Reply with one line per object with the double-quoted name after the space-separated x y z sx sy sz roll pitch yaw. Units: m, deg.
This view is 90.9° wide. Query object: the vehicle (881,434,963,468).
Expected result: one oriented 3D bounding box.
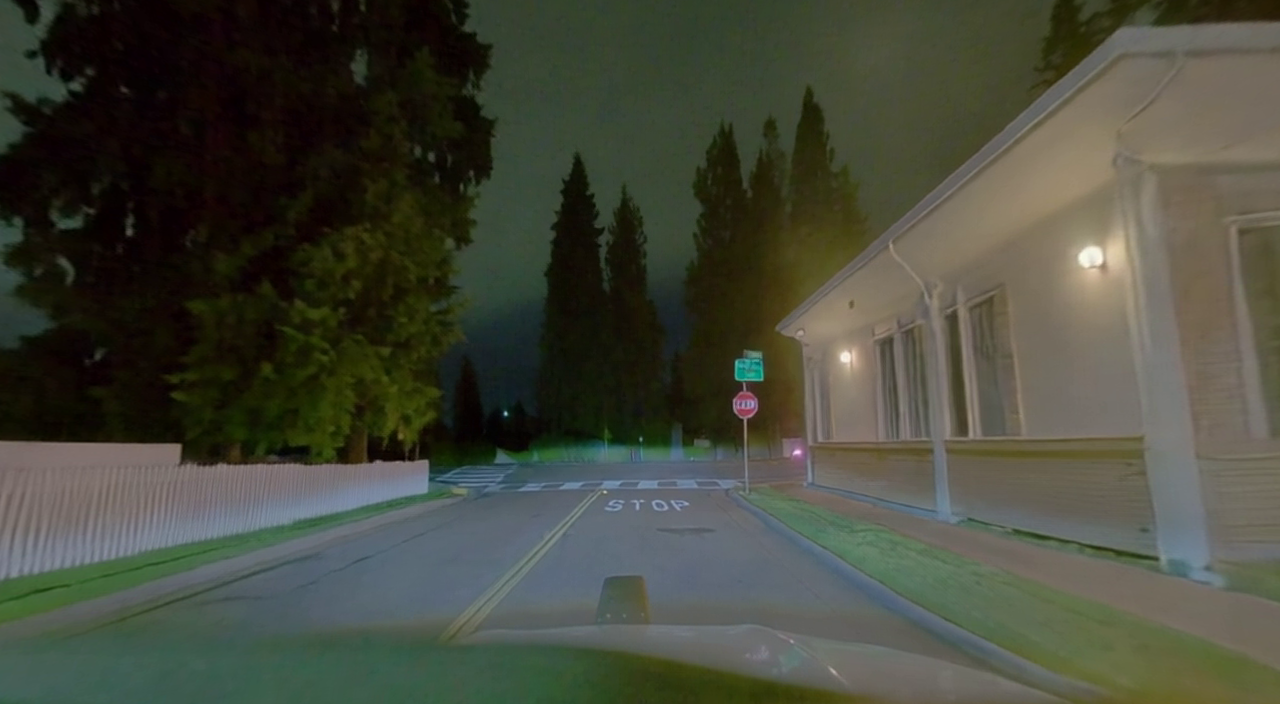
18.994 6.673 42.597 2.395 2.164 4.475 5 -9 -26 "vehicle"
